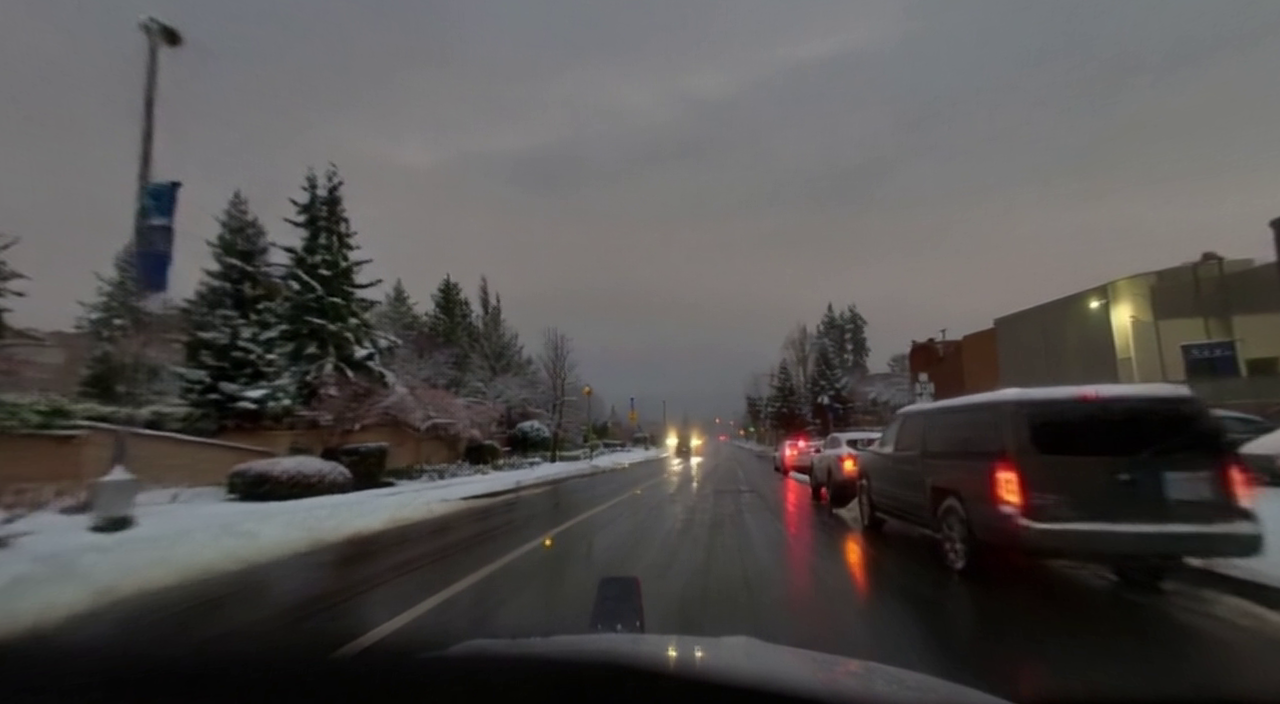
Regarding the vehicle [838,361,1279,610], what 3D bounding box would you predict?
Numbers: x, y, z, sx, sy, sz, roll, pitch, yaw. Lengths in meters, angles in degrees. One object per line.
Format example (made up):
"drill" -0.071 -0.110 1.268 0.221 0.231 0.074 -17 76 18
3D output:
"vehicle" 4.499 1.536 8.389 2.291 1.981 6.444 -1 -8 6
